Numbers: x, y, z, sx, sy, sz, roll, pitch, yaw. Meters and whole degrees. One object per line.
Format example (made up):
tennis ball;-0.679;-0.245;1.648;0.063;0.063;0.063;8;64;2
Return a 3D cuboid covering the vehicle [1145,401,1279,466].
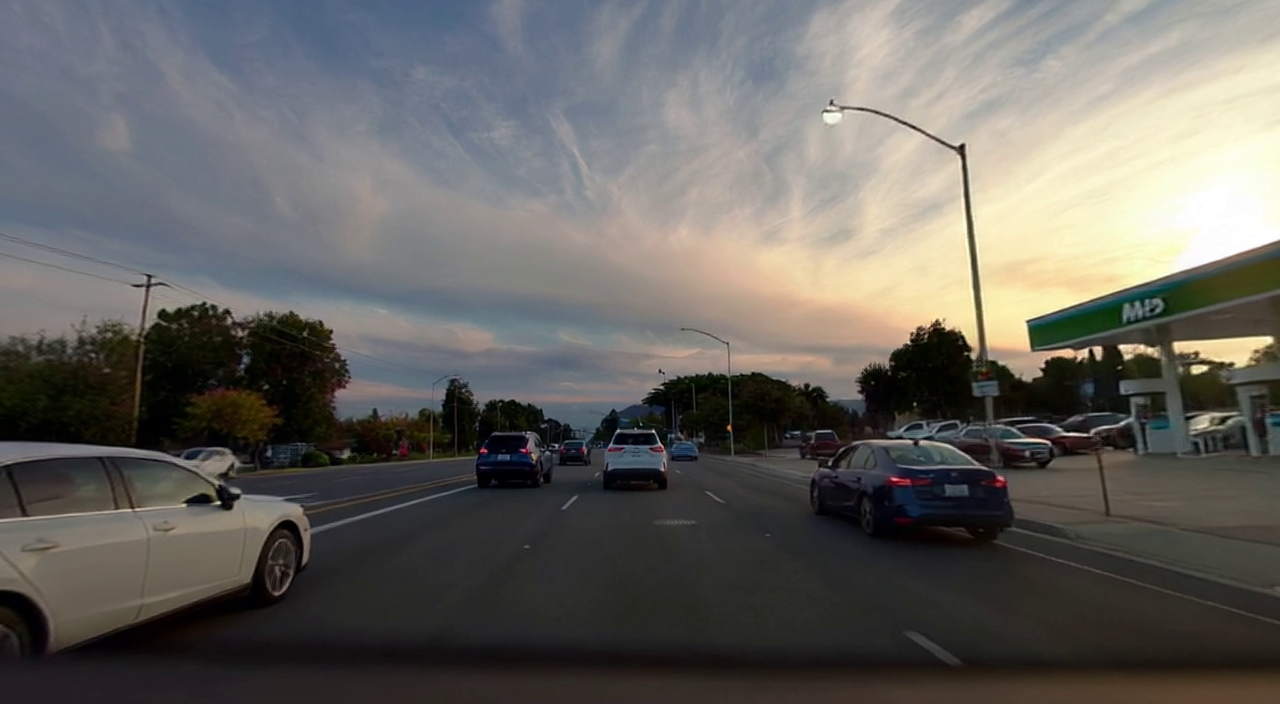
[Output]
vehicle;17.972;2.435;18.603;1.906;1.734;4.483;2;-9;-12

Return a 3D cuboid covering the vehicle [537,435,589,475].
vehicle;-3.407;4.640;28.627;1.871;1.673;3.920;0;-8;0

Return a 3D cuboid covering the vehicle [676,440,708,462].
vehicle;3.776;7.318;46.671;1.926;1.522;3.852;0;-8;-1

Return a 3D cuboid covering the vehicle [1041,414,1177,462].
vehicle;18.977;3.537;25.850;2.037;1.762;4.240;1;-8;-6

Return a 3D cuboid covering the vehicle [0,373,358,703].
vehicle;-3.550;1.056;3.747;1.864;1.574;4.031;0;-8;0

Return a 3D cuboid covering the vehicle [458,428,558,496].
vehicle;-3.617;3.097;18.116;1.932;1.695;4.150;0;-8;0

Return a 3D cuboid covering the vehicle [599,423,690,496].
vehicle;0.089;2.993;17.889;2.279;1.803;4.254;0;-8;-1

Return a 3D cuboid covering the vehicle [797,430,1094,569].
vehicle;3.854;1.921;9.118;1.888;1.456;4.589;0;-8;-2
